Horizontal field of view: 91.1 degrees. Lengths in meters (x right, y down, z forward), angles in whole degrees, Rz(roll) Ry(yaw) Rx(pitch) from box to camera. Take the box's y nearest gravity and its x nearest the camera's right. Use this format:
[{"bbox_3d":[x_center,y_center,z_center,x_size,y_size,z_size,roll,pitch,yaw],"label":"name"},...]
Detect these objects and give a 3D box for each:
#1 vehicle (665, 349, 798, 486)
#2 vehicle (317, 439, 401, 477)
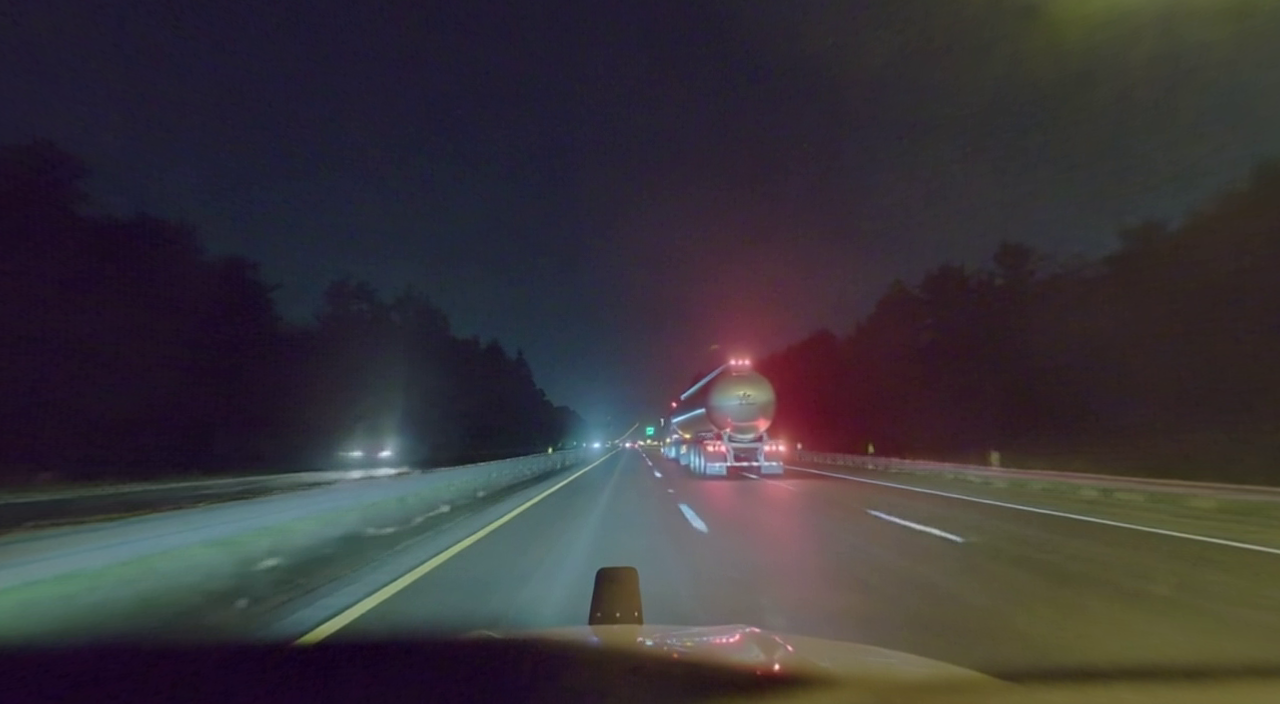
[{"bbox_3d":[2.708,2.556,22.916,2.946,3.745,11.516,0,-8,-1],"label":"vehicle"},{"bbox_3d":[-12.093,4.550,27.350,1.847,1.529,3.821,0,-8,0],"label":"vehicle"}]
